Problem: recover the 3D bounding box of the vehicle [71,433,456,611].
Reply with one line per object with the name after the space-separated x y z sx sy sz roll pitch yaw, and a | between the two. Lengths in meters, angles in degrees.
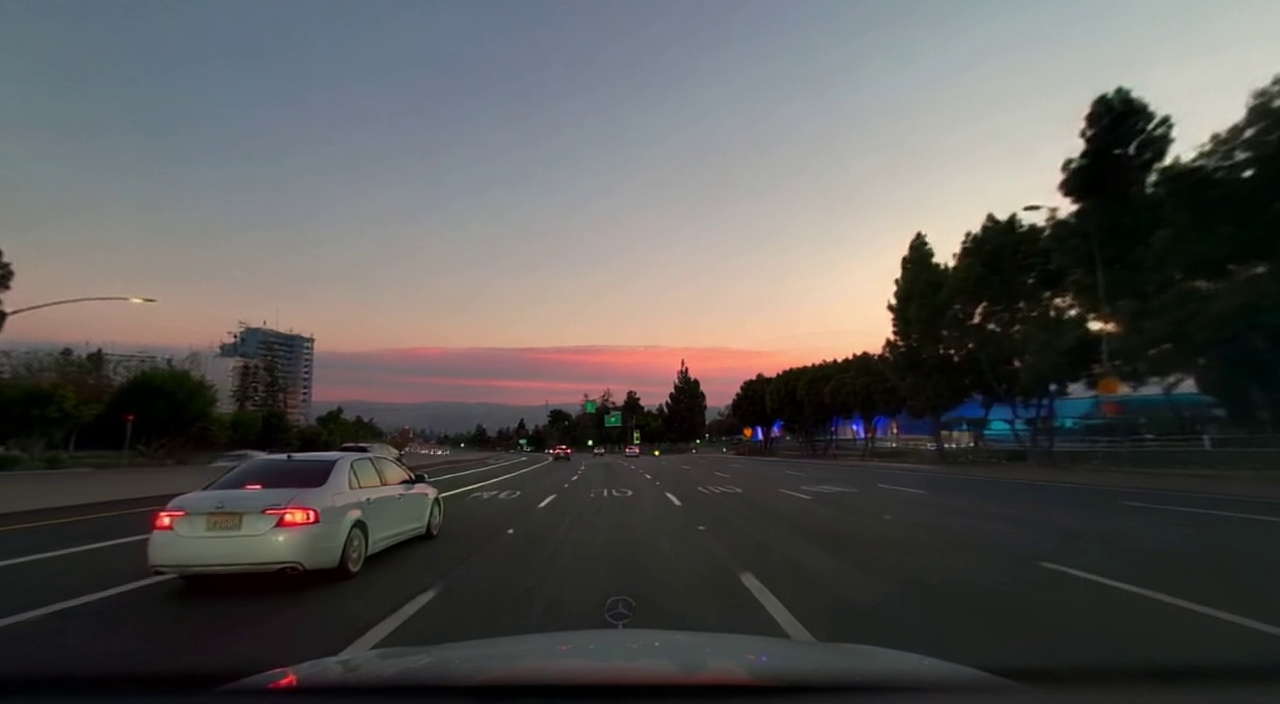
-3.862 1.775 7.642 2.018 1.476 4.364 0 -8 -1 | vehicle
